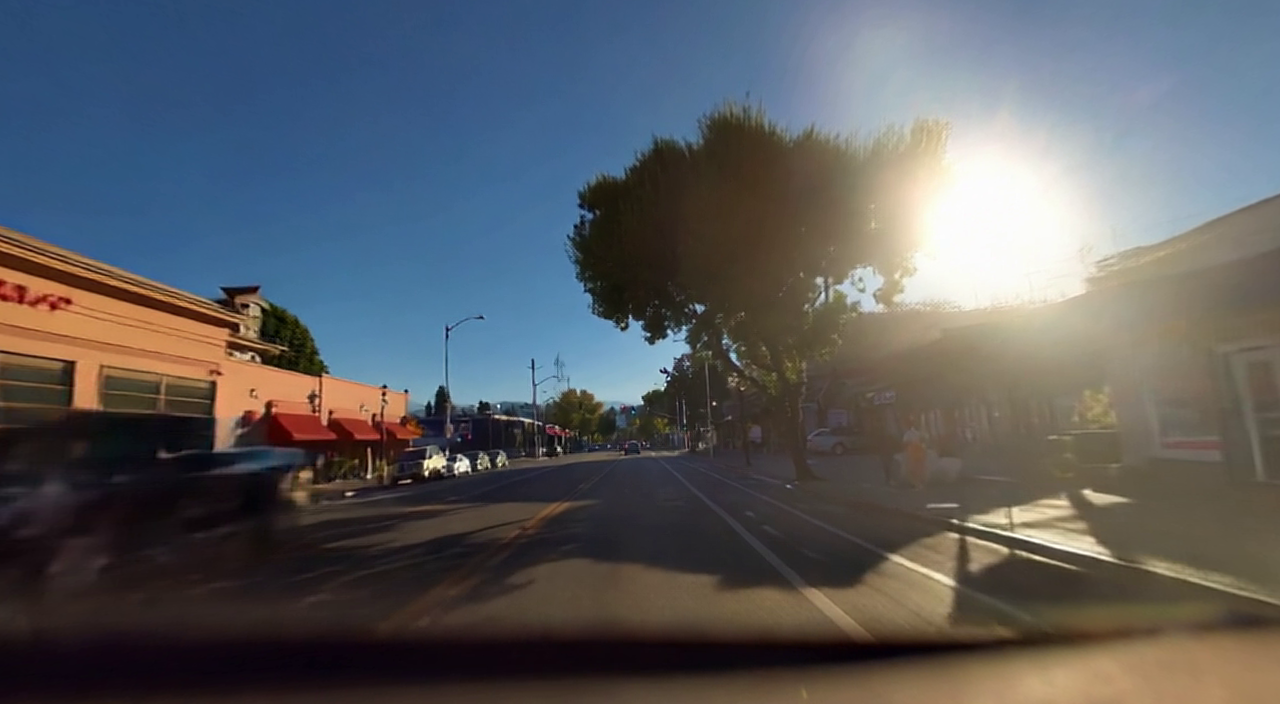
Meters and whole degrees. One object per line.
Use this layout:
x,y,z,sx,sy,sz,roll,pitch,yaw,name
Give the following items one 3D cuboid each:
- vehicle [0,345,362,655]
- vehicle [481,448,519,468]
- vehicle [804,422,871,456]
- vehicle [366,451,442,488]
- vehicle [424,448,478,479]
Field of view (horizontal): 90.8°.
-5.417,1.351,6.695,2.267,2.070,5.719,0,-8,1,vehicle
-10.820,8.224,49.145,1.828,1.470,4.523,0,-8,0,vehicle
12.501,5.614,40.459,2.532,1.997,5.001,0,-9,-2,vehicle
-10.749,5.365,29.158,1.784,1.502,4.344,0,-8,0,vehicle
-10.754,6.349,36.280,1.837,1.586,4.155,0,-8,0,vehicle
